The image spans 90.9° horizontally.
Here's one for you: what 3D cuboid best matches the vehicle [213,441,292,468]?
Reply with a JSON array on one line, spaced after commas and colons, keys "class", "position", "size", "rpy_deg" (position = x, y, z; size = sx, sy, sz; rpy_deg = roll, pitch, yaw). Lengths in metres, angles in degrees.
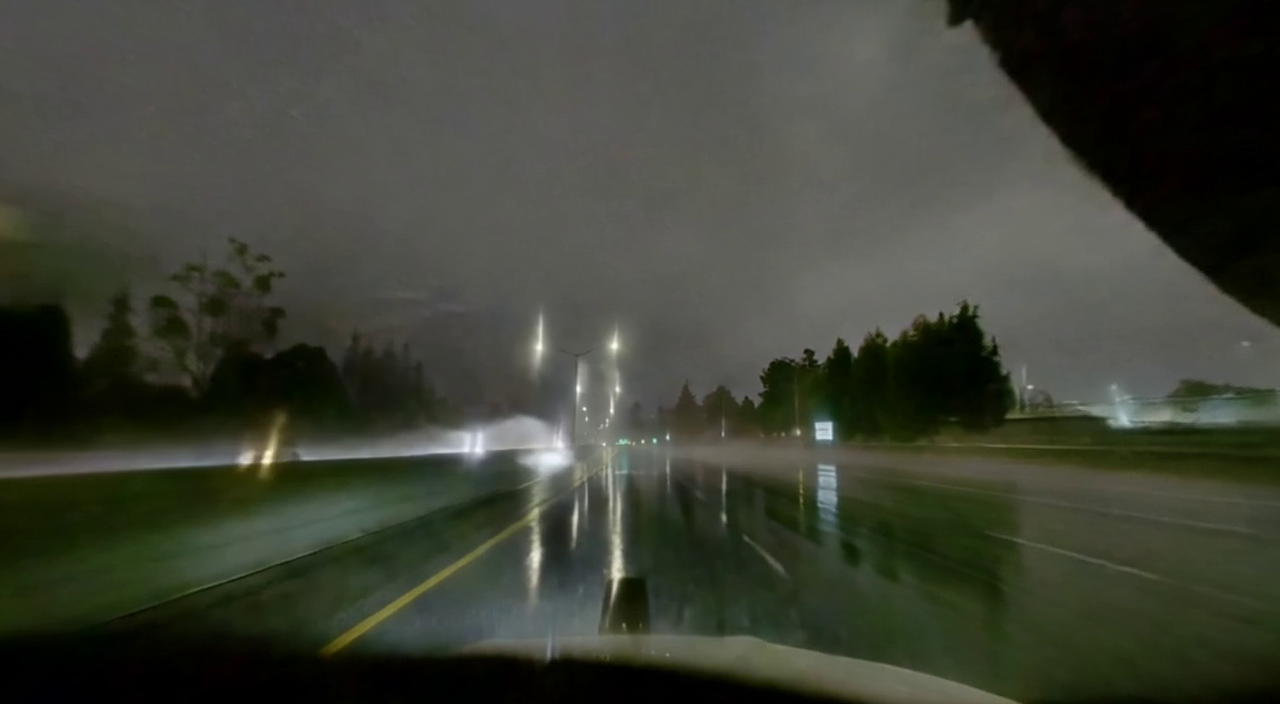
[{"class": "vehicle", "position": [-22.833, 6.038, 37.343], "size": [1.992, 1.434, 4.171], "rpy_deg": [0, -8, 0]}]
